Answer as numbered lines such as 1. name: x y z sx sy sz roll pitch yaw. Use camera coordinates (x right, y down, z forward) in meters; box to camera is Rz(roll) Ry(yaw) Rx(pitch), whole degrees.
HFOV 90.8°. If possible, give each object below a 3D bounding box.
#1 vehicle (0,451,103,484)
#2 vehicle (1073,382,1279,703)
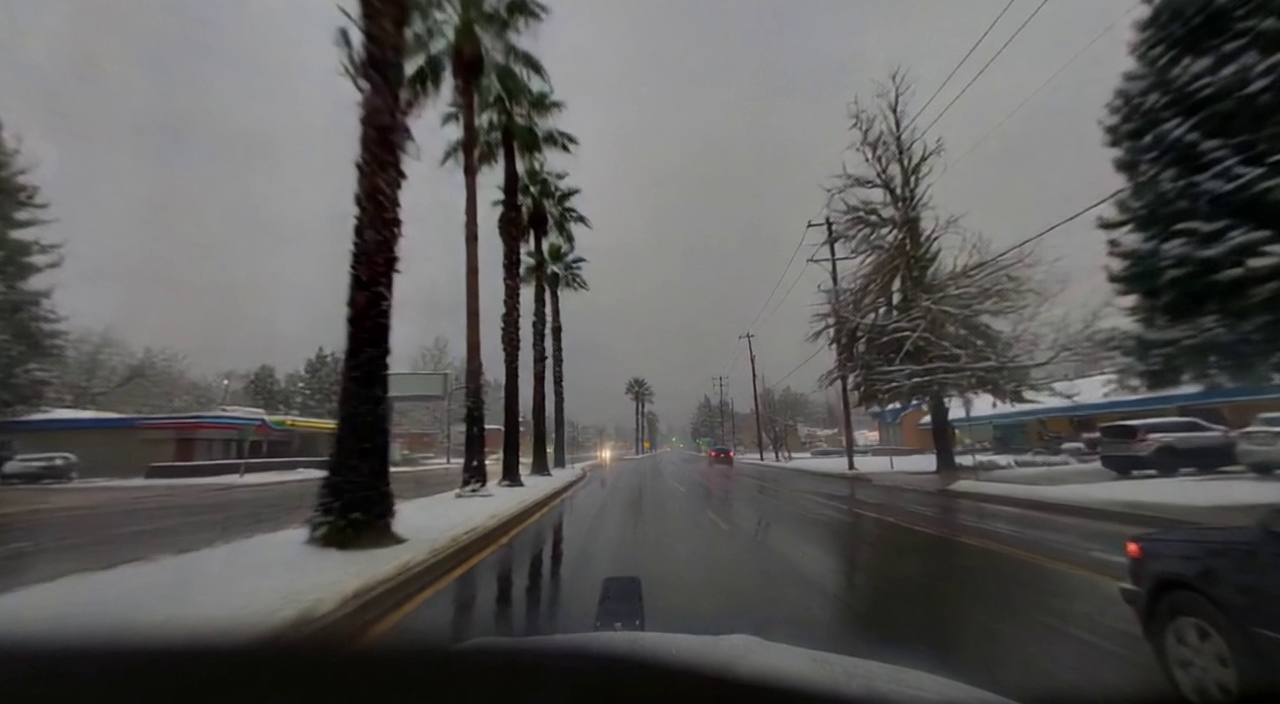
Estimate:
1. vehicle: -32.531 6.262 34.592 1.886 1.609 4.563 -1 -9 6
2. vehicle: 3.463 0.686 0.915 2.075 1.579 5.101 0 -9 0
